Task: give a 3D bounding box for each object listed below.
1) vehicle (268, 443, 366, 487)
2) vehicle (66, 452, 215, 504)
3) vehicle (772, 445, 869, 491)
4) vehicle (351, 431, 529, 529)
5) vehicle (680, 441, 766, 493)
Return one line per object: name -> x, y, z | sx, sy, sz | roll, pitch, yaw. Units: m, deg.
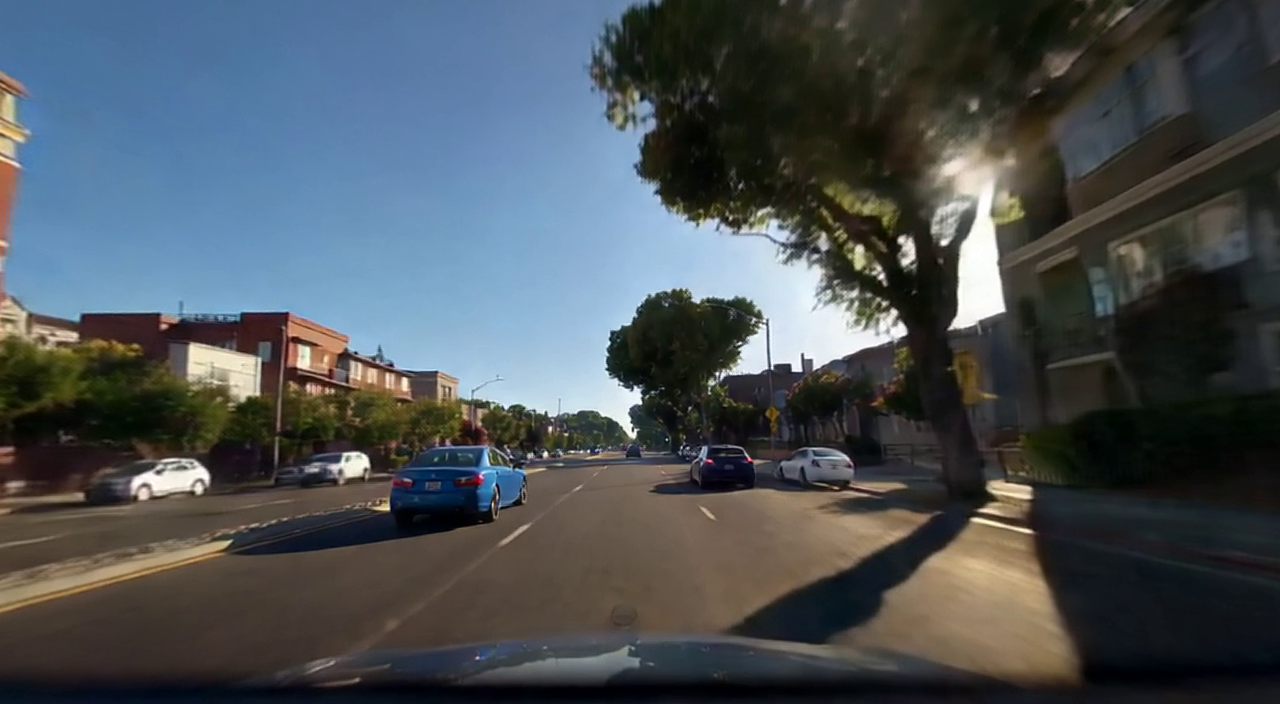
vehicle -> -14.788, 5.155, 29.276 | 2.110, 1.838, 4.623 | 0, -9, 0
vehicle -> -18.058, 4.530, 23.179 | 1.929, 1.665, 4.304 | 0, -9, 0
vehicle -> 6.250, 4.059, 22.504 | 1.881, 1.439, 4.725 | 0, -9, -3
vehicle -> -3.537, 2.337, 12.093 | 2.062, 1.527, 4.044 | 0, -9, 0
vehicle -> 2.493, 3.588, 20.121 | 1.978, 1.471, 4.426 | 0, -9, -2
